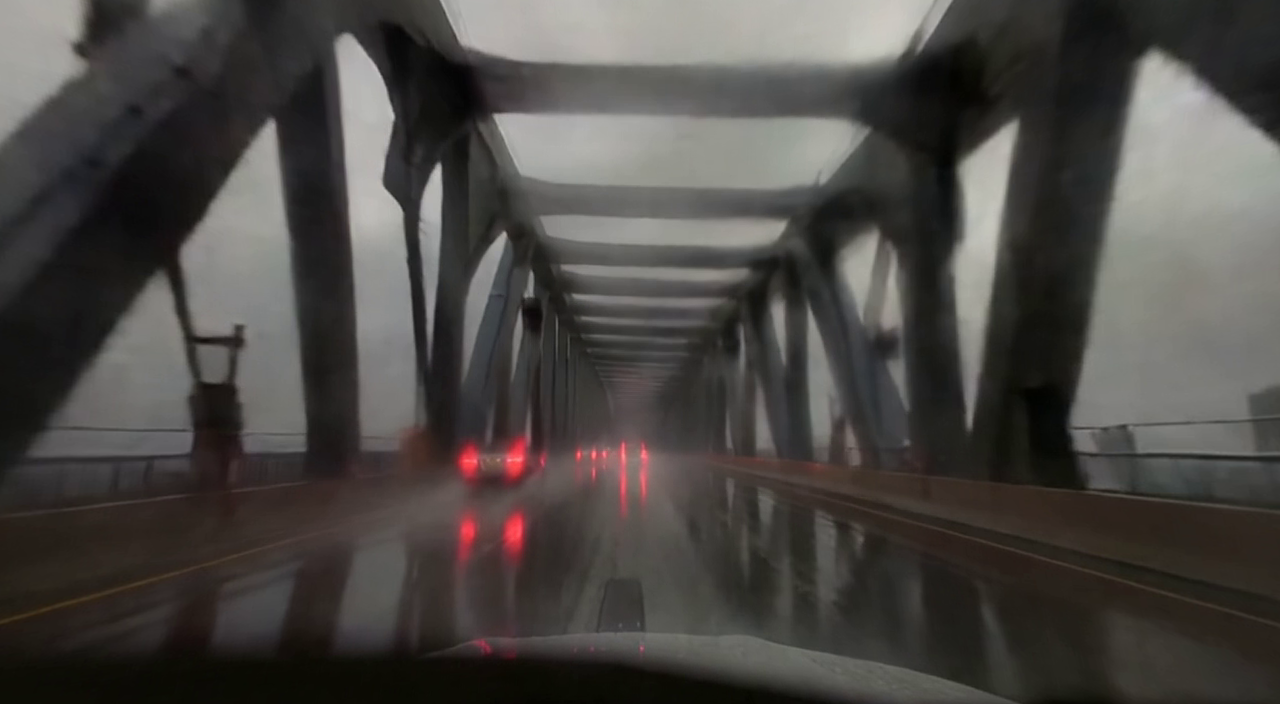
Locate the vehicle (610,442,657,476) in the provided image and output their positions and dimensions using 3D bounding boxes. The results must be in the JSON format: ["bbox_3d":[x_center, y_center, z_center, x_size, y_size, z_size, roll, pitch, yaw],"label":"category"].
[{"bbox_3d":[-0.298,4.994,29.643,2.048,1.450,3.973,0,-9,-1],"label":"vehicle"}]

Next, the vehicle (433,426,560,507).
[{"bbox_3d":[-3.562,2.957,16.743,2.190,1.807,4.741,0,-9,1],"label":"vehicle"}]
